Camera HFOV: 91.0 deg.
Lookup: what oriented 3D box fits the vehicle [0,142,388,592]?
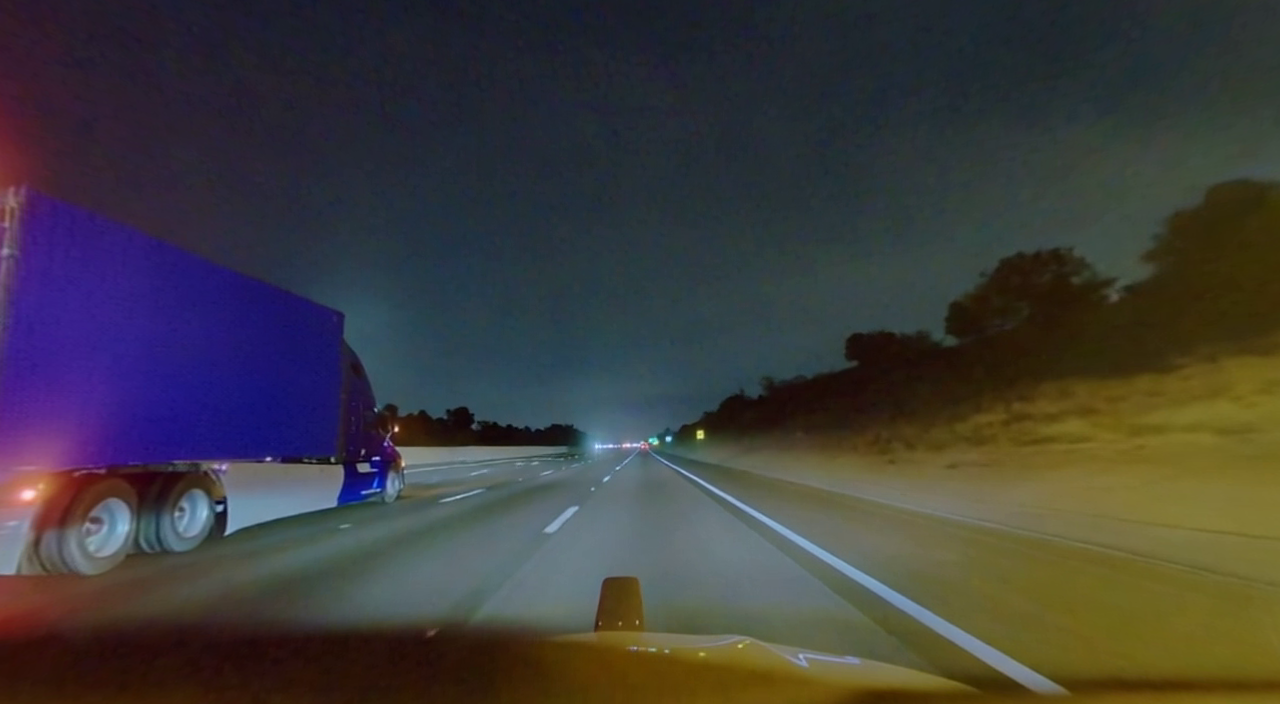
[{"bbox_3d":[-7.081,0.652,9.086,2.996,3.947,8.600,0,-9,2],"label":"vehicle"}]
